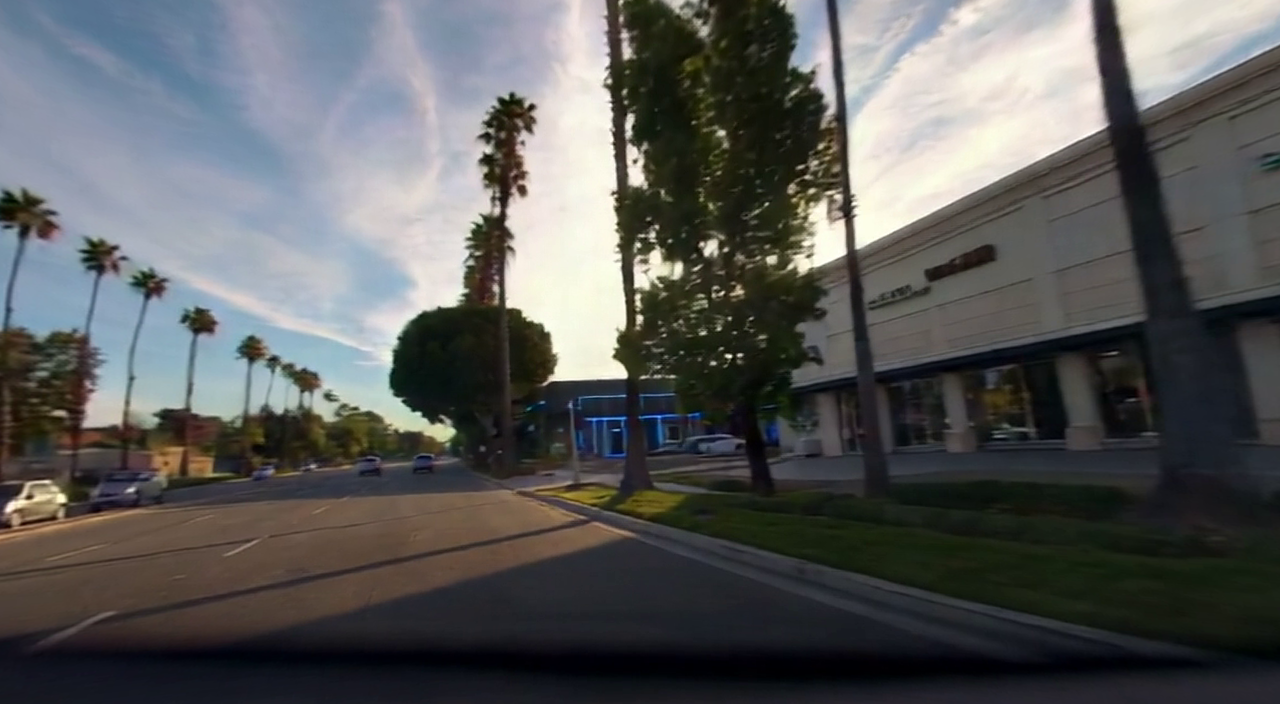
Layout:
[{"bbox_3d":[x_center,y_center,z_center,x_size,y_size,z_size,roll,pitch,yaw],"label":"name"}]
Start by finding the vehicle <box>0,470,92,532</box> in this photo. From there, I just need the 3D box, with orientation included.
[{"bbox_3d":[-20.835,4.878,21.061,2.199,1.696,4.440,3,-9,-18],"label":"vehicle"}]

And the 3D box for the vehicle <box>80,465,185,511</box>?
[{"bbox_3d":[-24.189,6.456,30.399,2.306,1.807,4.927,3,-9,-19],"label":"vehicle"}]
